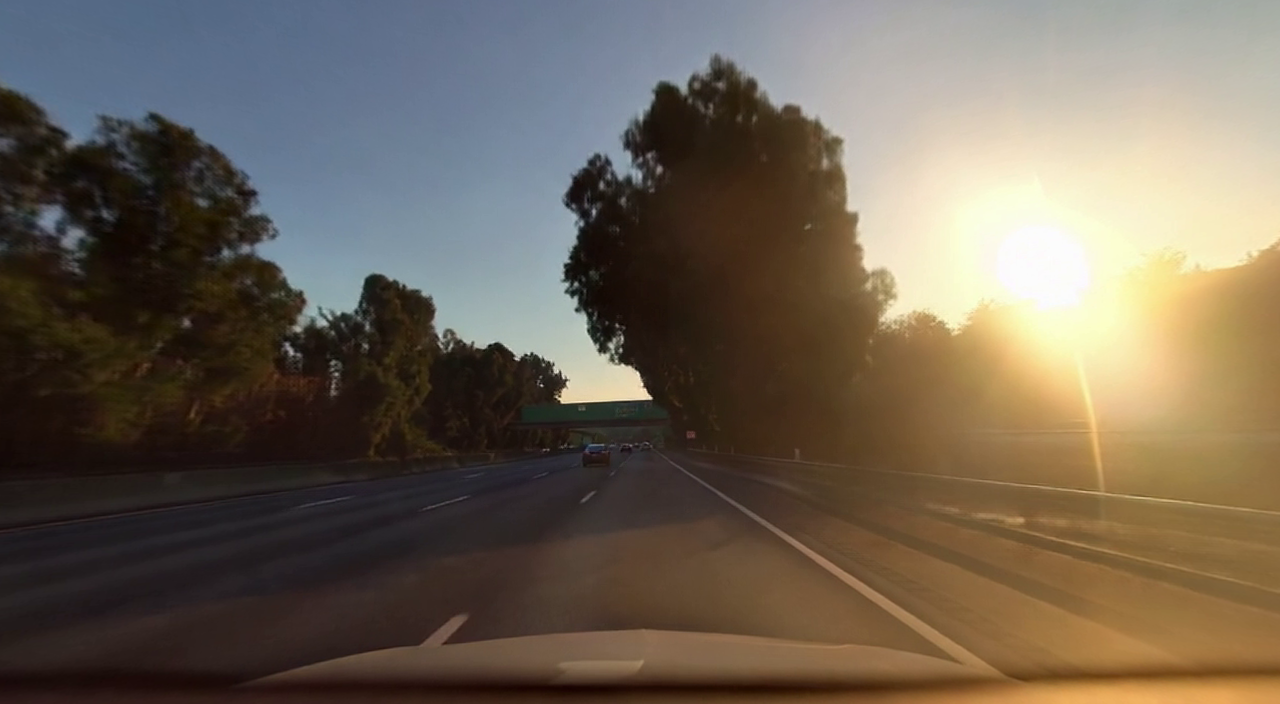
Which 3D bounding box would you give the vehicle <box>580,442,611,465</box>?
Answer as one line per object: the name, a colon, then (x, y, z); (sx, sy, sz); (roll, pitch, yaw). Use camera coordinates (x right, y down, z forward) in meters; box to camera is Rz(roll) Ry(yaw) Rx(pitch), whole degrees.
vehicle: (-3.281, 7.531, 46.919); (1.993, 1.589, 3.898); (0, -8, 0)
